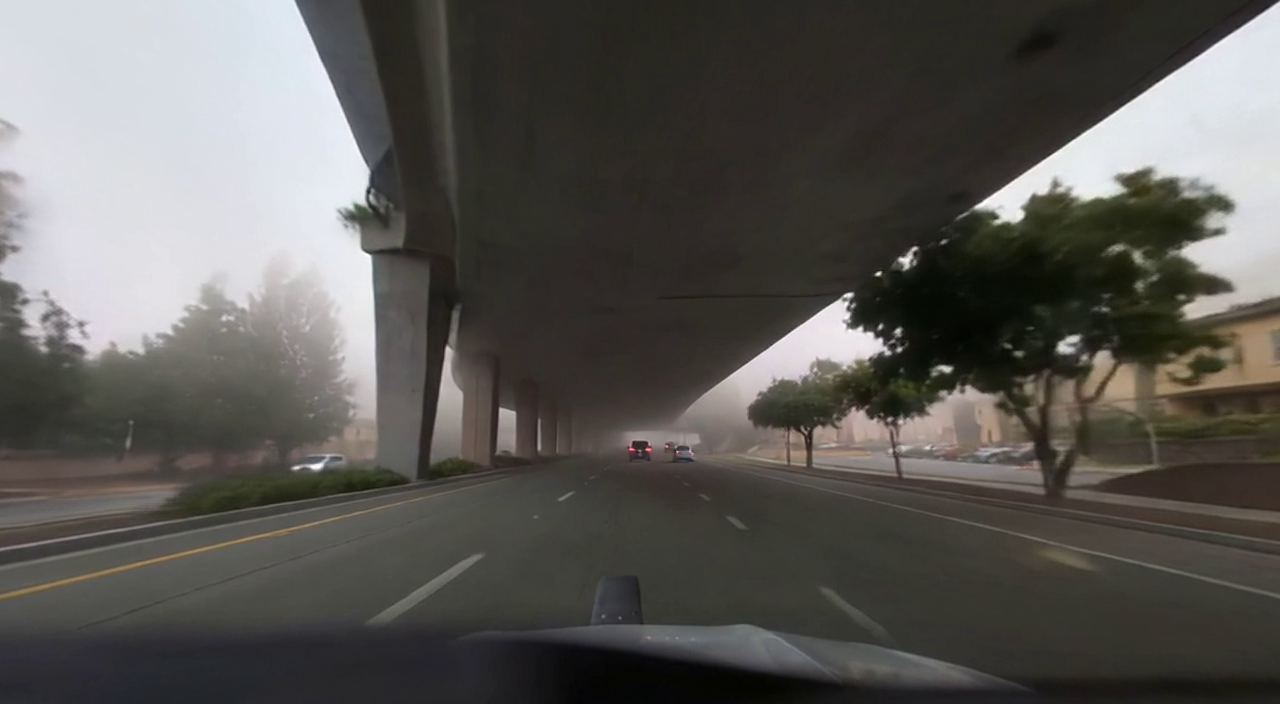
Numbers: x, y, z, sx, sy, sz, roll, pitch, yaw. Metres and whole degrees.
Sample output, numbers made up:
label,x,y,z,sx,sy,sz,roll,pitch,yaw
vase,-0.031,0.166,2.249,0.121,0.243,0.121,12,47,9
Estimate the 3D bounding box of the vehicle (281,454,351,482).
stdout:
label,x,y,z,sx,sy,sz,roll,pitch,yaw
vehicle,-18.524,6.646,36.358,1.805,1.444,4.221,0,-8,0
